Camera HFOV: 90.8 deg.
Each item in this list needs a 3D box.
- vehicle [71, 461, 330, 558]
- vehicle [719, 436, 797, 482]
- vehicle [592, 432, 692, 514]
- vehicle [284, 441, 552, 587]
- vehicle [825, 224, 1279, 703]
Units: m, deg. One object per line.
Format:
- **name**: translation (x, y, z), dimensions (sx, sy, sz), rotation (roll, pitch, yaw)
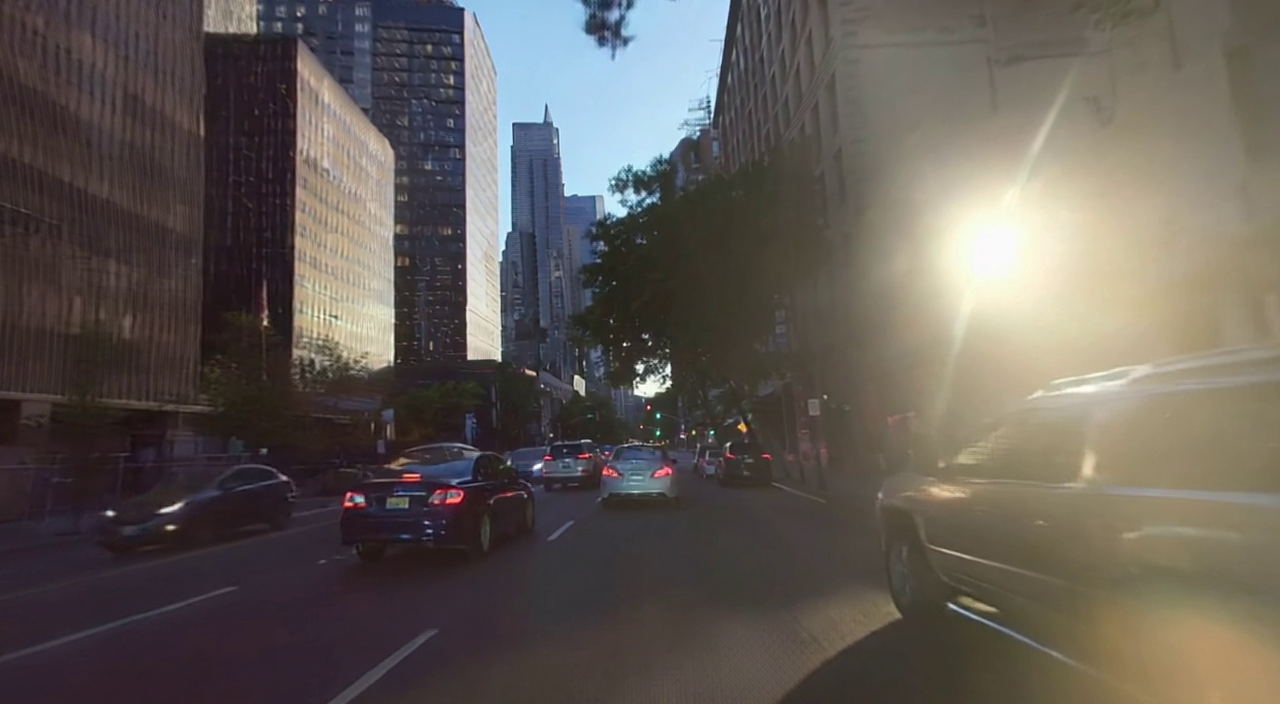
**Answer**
- **vehicle**: translation (-8.682, 3.095, 13.173), dimensions (1.920, 1.492, 4.624), rotation (1, -8, 2)
- **vehicle**: translation (4.100, 3.744, 22.587), dimensions (2.065, 1.461, 4.181), rotation (0, -8, 1)
- **vehicle**: translation (0.114, 2.825, 15.200), dimensions (2.076, 1.667, 3.948), rotation (-1, -8, 3)
- **vehicle**: translation (-2.611, 2.006, 8.770), dimensions (1.940, 1.481, 4.376), rotation (-1, -8, 3)
- **vehicle**: translation (2.999, 0.897, 3.682), dimensions (2.352, 1.953, 4.798), rotation (0, -8, 0)
